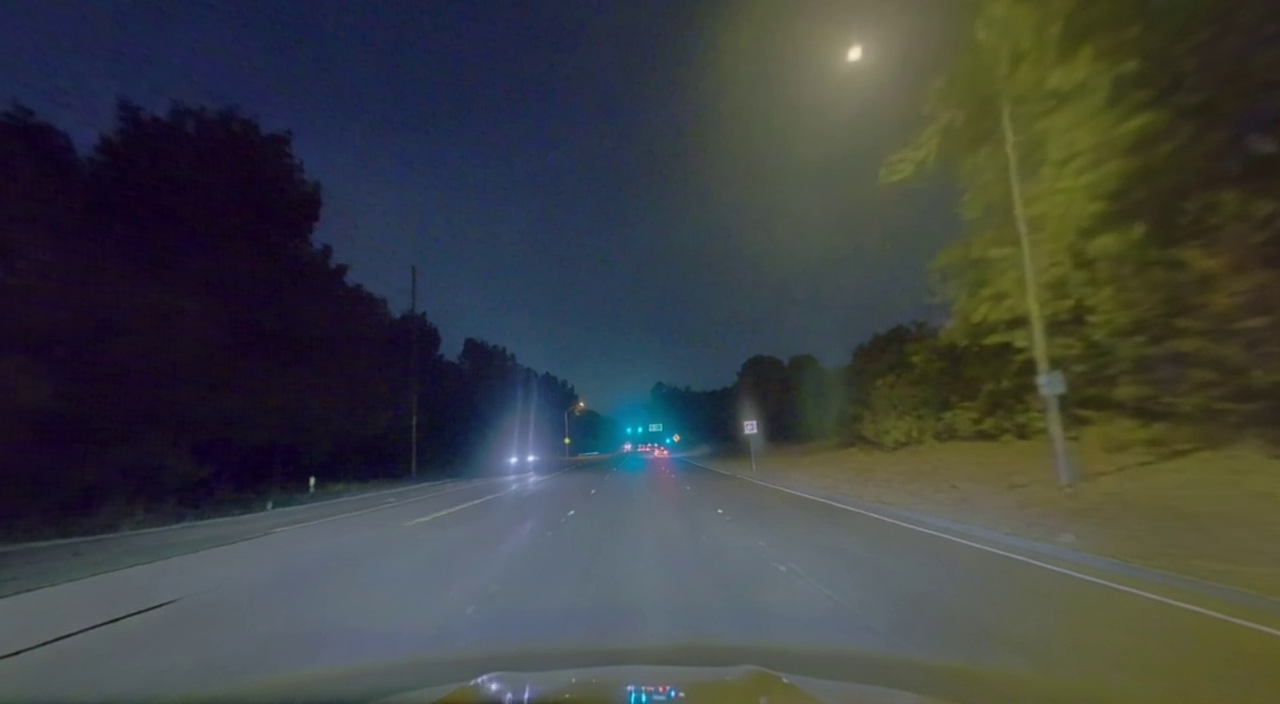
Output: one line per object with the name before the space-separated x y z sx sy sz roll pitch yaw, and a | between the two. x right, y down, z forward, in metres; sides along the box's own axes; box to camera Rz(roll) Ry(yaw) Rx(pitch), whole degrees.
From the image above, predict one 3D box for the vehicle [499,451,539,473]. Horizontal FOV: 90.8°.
vehicle | -8.950 8.181 47.108 2.011 1.482 4.671 0 -8 1
